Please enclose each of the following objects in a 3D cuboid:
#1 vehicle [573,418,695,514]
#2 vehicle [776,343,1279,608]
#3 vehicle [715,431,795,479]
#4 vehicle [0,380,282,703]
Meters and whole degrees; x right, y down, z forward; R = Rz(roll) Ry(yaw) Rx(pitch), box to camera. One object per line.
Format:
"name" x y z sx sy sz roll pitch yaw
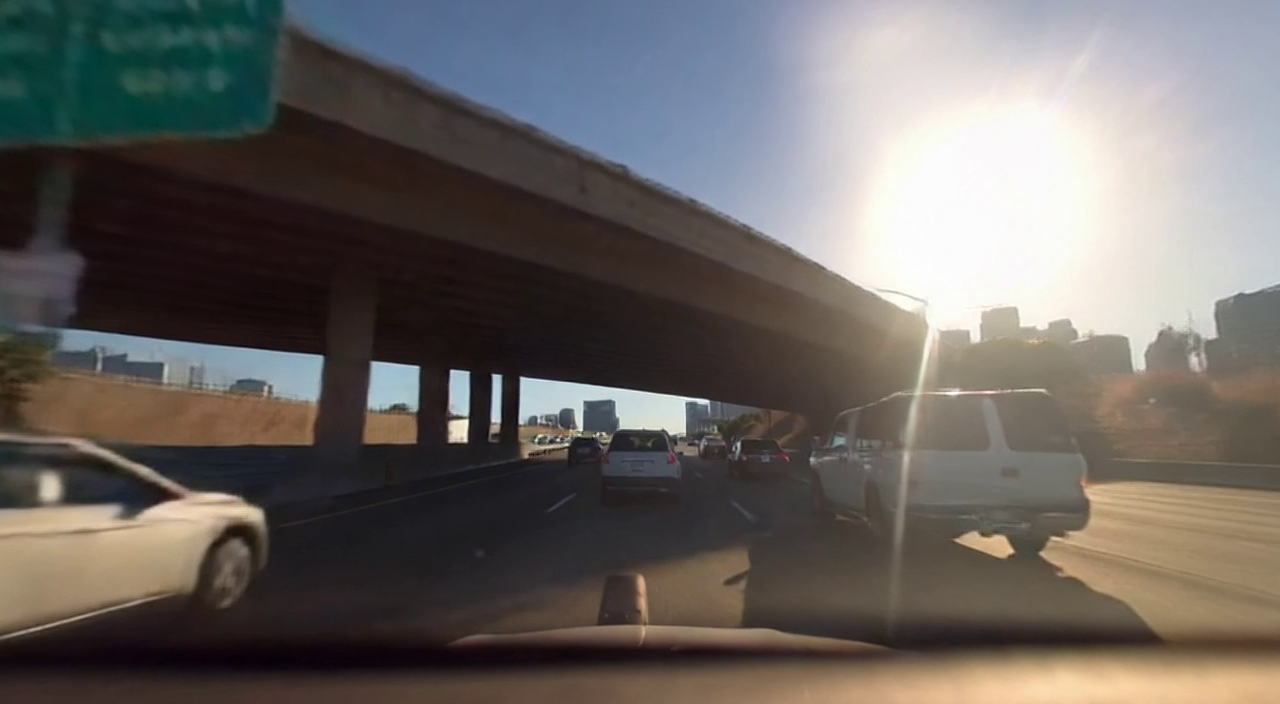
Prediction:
"vehicle" -0.074 2.272 13.001 2.099 1.640 4.134 0 -8 1
"vehicle" 3.696 1.361 7.889 2.732 2.065 5.826 0 -8 1
"vehicle" 4.161 3.814 23.541 2.210 1.625 4.249 0 -8 0
"vehicle" -3.930 0.846 2.586 2.011 1.510 4.698 0 -8 2
